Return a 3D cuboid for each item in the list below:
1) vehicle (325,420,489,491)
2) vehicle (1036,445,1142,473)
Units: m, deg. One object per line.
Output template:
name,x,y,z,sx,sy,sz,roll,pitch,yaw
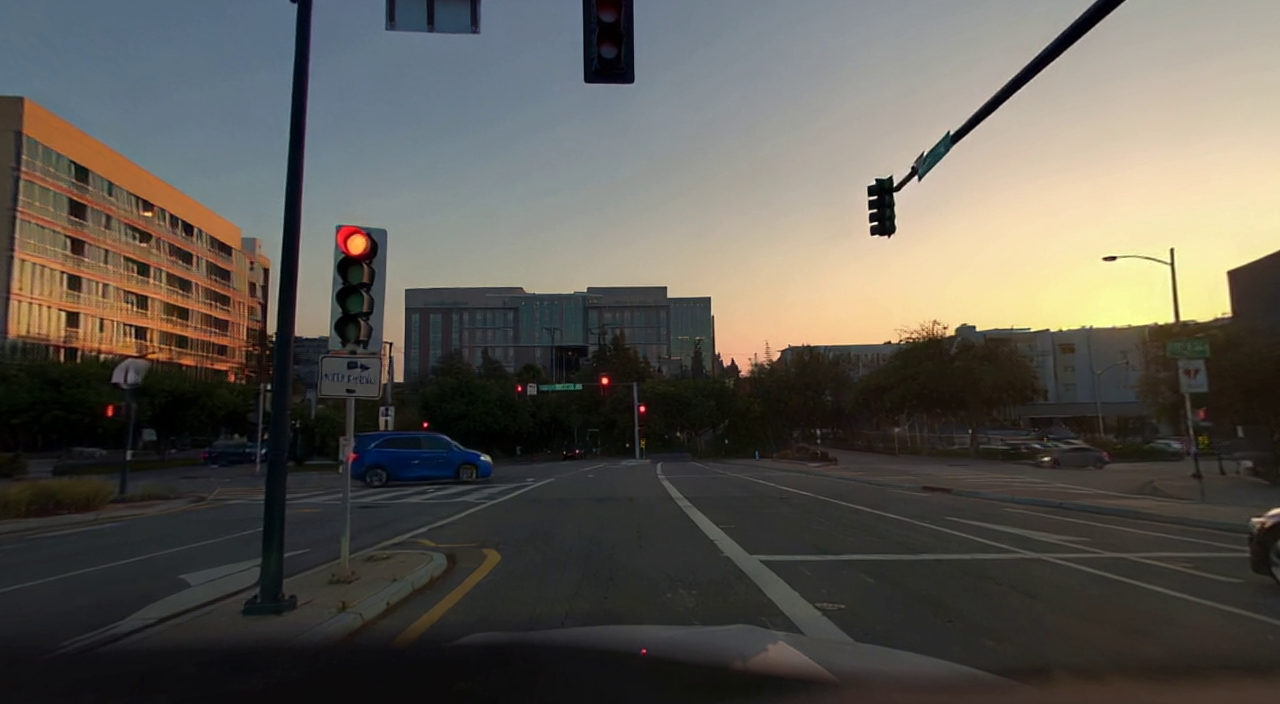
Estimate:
vehicle,-11.207,4.962,30.439,7.088,3.096,2.678,3,-10,-24
vehicle,26.326,6.263,36.843,4.736,1.542,1.966,0,-9,-1
